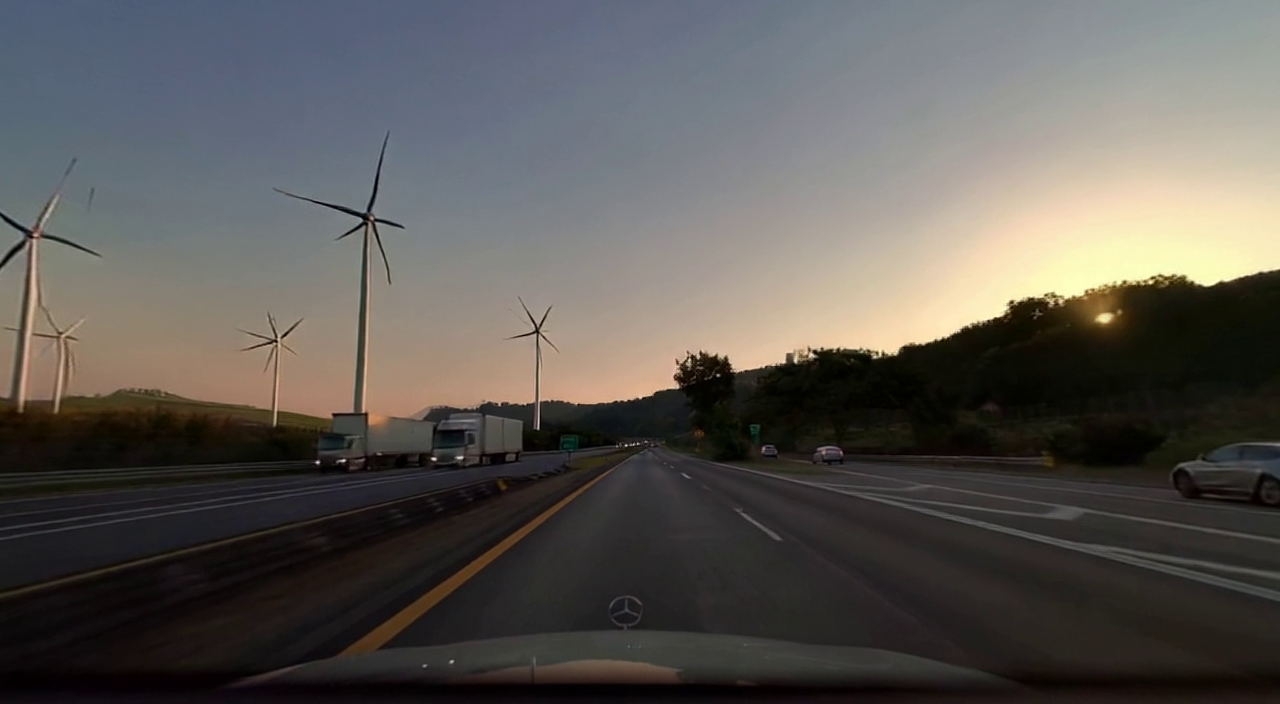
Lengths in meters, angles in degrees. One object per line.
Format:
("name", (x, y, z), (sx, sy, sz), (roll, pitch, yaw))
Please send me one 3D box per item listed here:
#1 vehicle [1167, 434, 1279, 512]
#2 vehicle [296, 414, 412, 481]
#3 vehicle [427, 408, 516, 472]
("vehicle", (14.832, 2.704, 14.167), (1.897, 1.669, 4.825), (0, -9, 2))
("vehicle", (-16.793, 5.747, 37.875), (2.931, 3.531, 8.112), (0, -9, 1))
("vehicle", (-11.749, 6.440, 45.627), (2.849, 3.947, 12.500), (0, -9, 0))
